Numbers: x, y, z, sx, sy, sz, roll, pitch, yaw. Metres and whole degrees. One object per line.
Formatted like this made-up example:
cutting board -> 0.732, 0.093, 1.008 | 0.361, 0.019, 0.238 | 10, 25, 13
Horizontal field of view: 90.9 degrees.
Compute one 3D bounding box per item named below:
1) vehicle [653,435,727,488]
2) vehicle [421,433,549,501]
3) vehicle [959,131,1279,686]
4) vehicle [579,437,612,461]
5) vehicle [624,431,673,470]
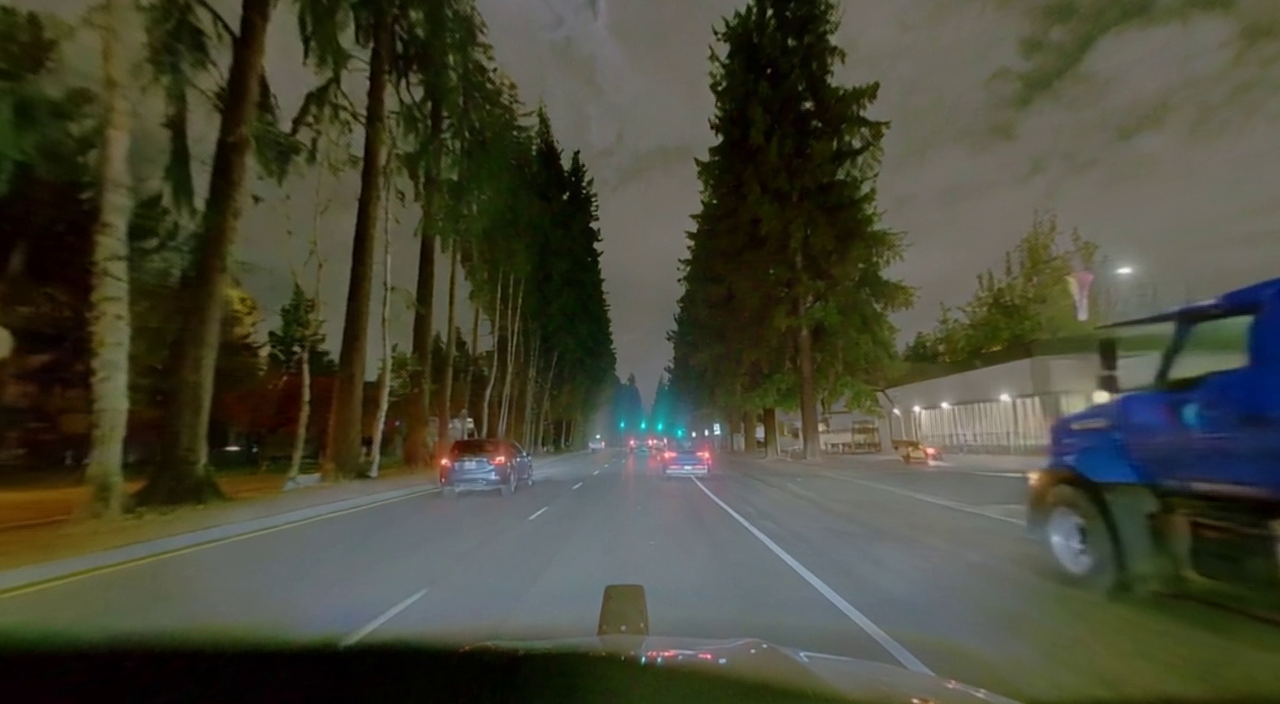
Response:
vehicle -> 1.587, 3.411, 20.008 | 2.086, 1.466, 4.026 | -1, -8, 4
vehicle -> -3.802, 2.908, 16.485 | 2.003, 1.507, 4.808 | 0, -8, 2
vehicle -> 5.338, 0.211, 2.858 | 3.089, 3.258, 8.841 | -1, -8, 0
vehicle -> -3.218, 7.180, 46.752 | 2.062, 1.641, 4.193 | 0, -8, 1
vehicle -> 0.460, 4.886, 31.515 | 2.289, 1.808, 4.033 | 0, -8, 2
